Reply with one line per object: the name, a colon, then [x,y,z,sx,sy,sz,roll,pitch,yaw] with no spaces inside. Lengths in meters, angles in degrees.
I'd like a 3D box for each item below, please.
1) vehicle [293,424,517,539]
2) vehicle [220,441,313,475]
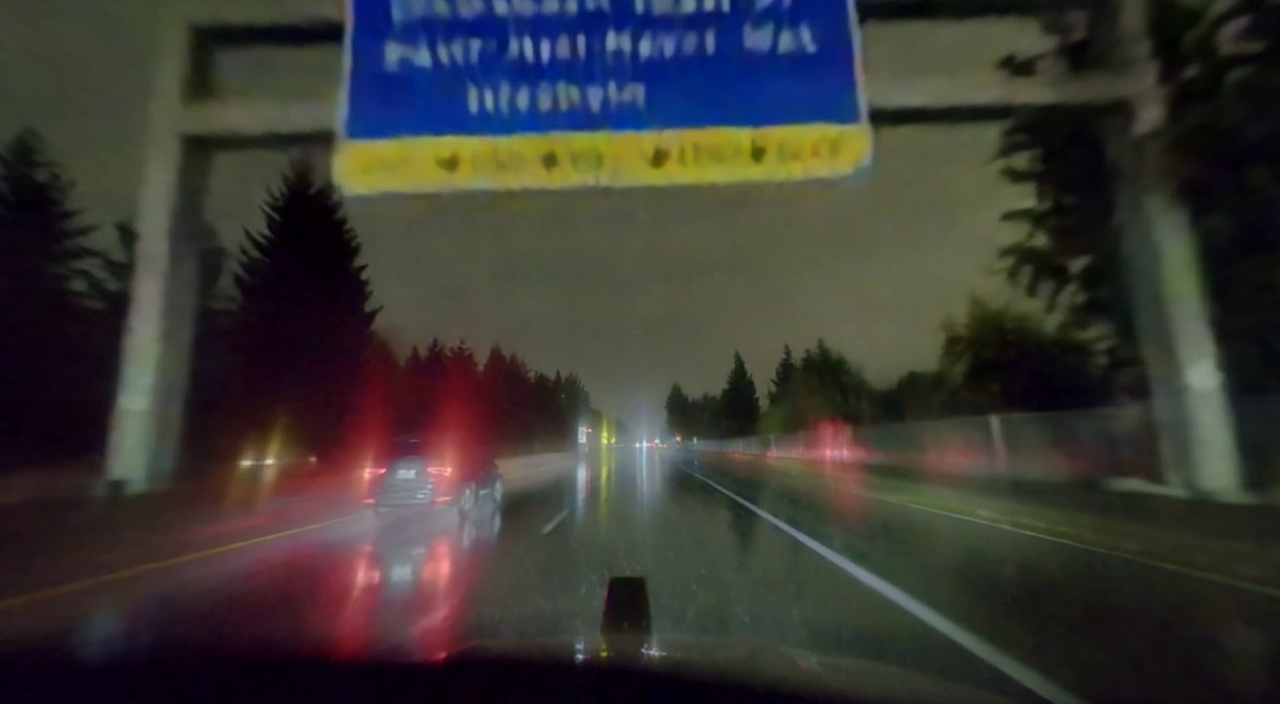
vehicle: [-3.585,2.056,10.641,2.051,1.531,4.250,0,-8,1]
vehicle: [-18.459,5.224,31.335,1.895,1.574,4.217,0,-8,3]
